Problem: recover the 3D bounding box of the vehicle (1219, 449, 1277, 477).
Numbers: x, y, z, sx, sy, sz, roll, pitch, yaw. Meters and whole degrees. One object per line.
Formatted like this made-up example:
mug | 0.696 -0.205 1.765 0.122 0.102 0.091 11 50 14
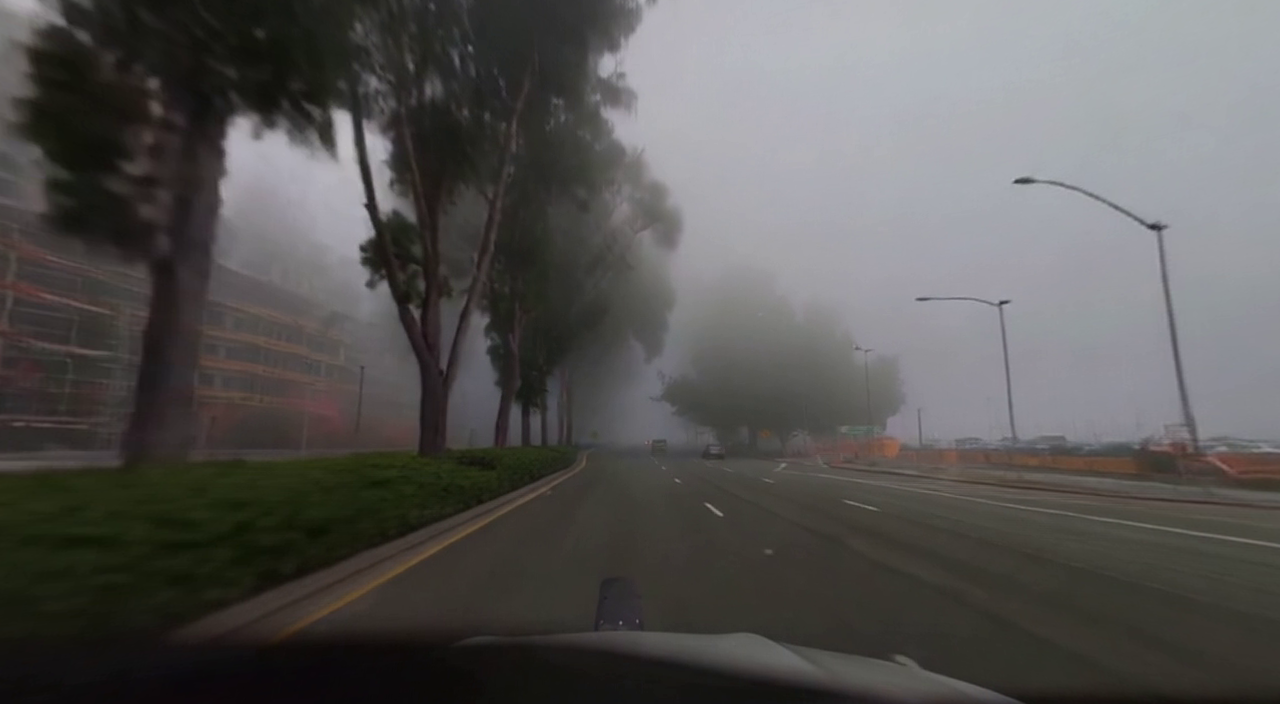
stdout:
vehicle | 36.373 6.605 37.897 1.955 1.527 4.835 -8 -12 38
